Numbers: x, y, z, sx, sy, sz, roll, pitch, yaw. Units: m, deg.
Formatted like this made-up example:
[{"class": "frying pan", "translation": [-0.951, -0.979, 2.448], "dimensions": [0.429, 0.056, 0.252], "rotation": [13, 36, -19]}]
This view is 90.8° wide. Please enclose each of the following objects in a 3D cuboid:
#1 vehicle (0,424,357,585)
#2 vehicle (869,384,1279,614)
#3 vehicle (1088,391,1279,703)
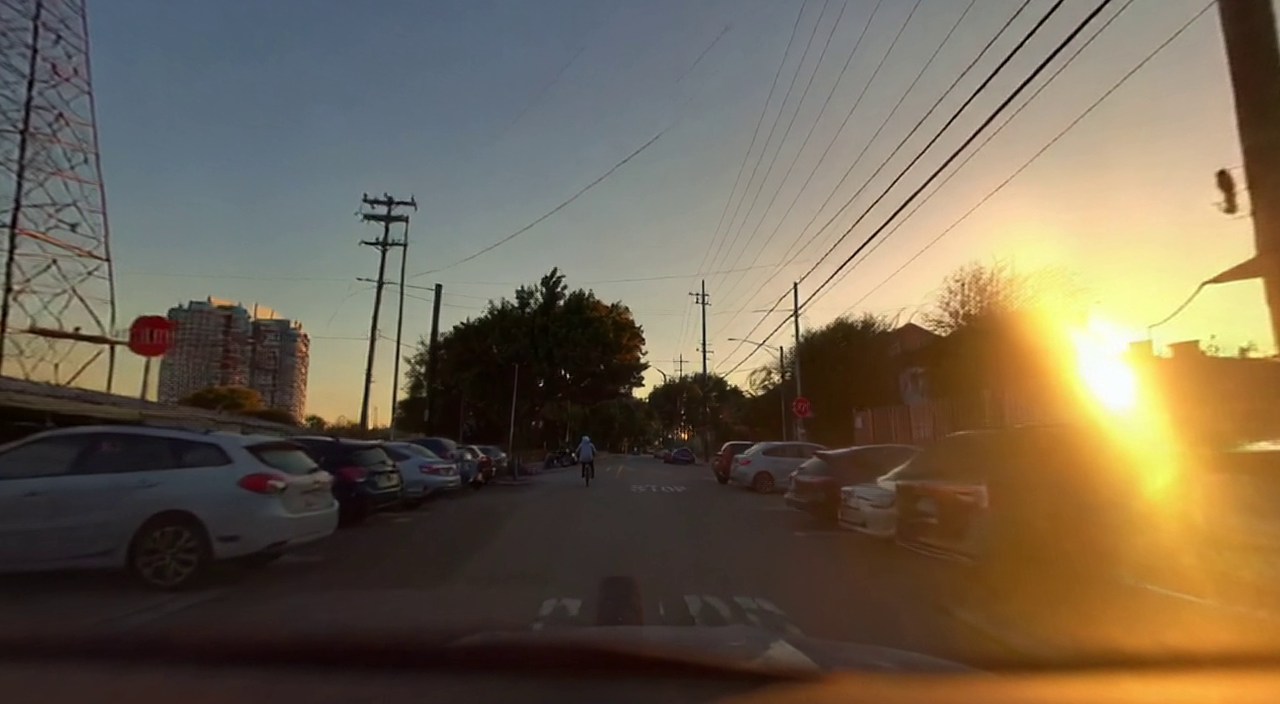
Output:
[{"class": "vehicle", "translation": [-6.116, 1.578, 6.926], "dimensions": [5.099, 1.491, 1.868], "rotation": [0, -8, -1]}, {"class": "vehicle", "translation": [4.518, 1.358, 5.692], "dimensions": [4.100, 1.546, 2.092], "rotation": [3, -14, 0]}, {"class": "vehicle", "translation": [4.907, 0.994, 2.938], "dimensions": [4.104, 1.603, 1.968], "rotation": [0, -8, -1]}]
